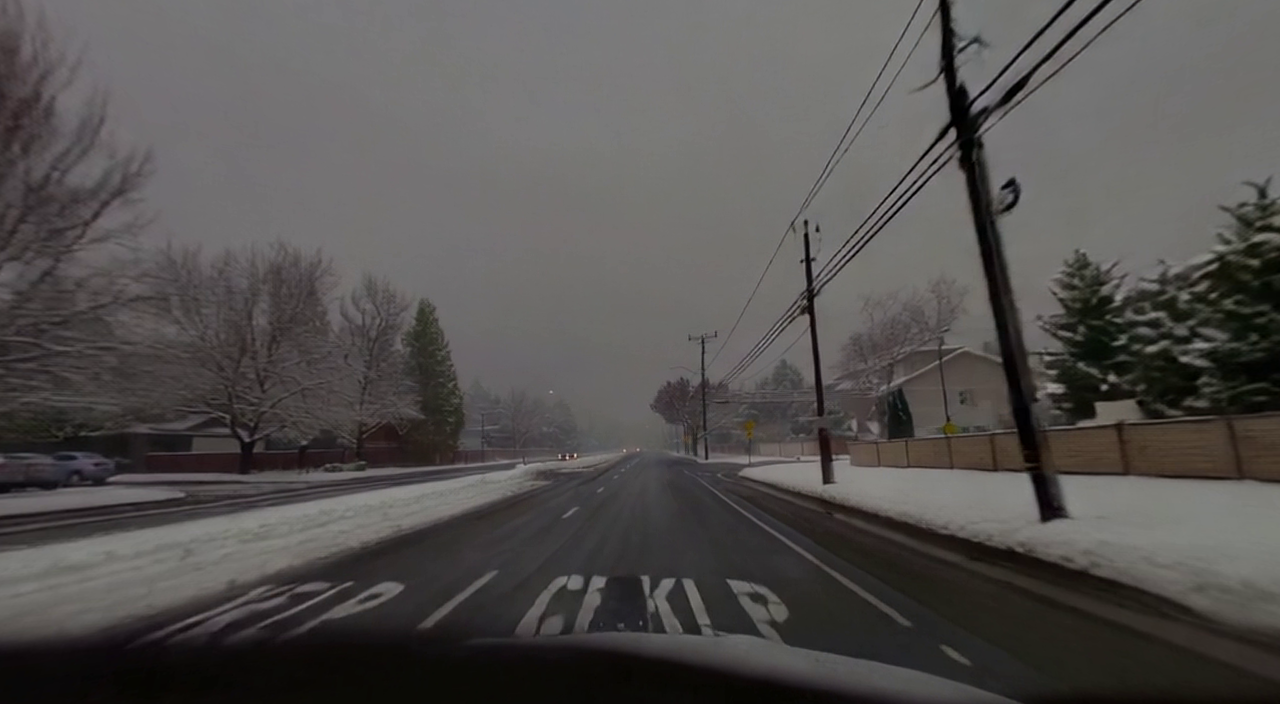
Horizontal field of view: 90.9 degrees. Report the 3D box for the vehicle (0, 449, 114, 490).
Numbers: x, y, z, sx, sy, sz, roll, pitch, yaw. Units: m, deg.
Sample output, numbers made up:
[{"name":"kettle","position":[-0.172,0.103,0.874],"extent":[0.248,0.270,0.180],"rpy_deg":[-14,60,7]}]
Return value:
[{"name":"vehicle","position":[-29.245,5.810,31.729],"extent":[2.100,1.845,4.793],"rpy_deg":[2,-9,-11]}]
